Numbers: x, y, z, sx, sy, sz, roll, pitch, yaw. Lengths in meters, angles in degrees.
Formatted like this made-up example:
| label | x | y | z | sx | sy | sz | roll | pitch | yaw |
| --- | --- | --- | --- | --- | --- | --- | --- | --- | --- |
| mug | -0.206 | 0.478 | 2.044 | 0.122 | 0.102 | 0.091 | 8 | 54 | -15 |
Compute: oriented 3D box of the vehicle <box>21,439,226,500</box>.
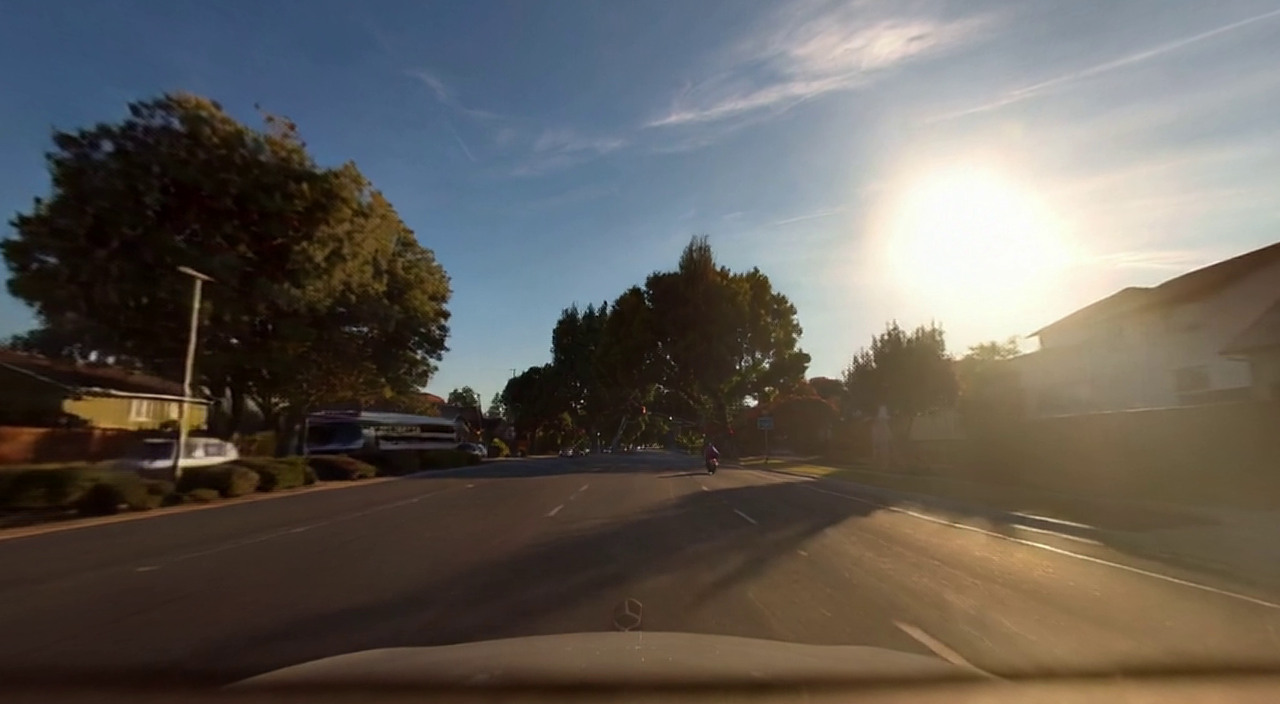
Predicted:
| label | x | y | z | sx | sy | sz | roll | pitch | yaw |
| --- | --- | --- | --- | --- | --- | --- | --- | --- | --- |
| vehicle | -13.902 | 3.143 | 17.418 | 1.888 | 1.456 | 4.406 | -1 | -8 | 1 |

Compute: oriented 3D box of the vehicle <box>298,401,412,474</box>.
| label | x | y | z | sx | sy | sz | roll | pitch | yaw |
| --- | --- | --- | --- | --- | --- | --- | --- | --- | --- |
| vehicle | -17.098 | 5.259 | 38.588 | 3.027 | 3.971 | 8.006 | 0 | -8 | 1 |

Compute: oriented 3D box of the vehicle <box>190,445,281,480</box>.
| label | x | y | z | sx | sy | sz | roll | pitch | yaw |
| --- | --- | --- | --- | --- | --- | --- | --- | --- | --- |
| vehicle | -20.810 | 5.665 | 32.680 | 1.844 | 1.679 | 4.318 | 0 | -8 | 0 |
